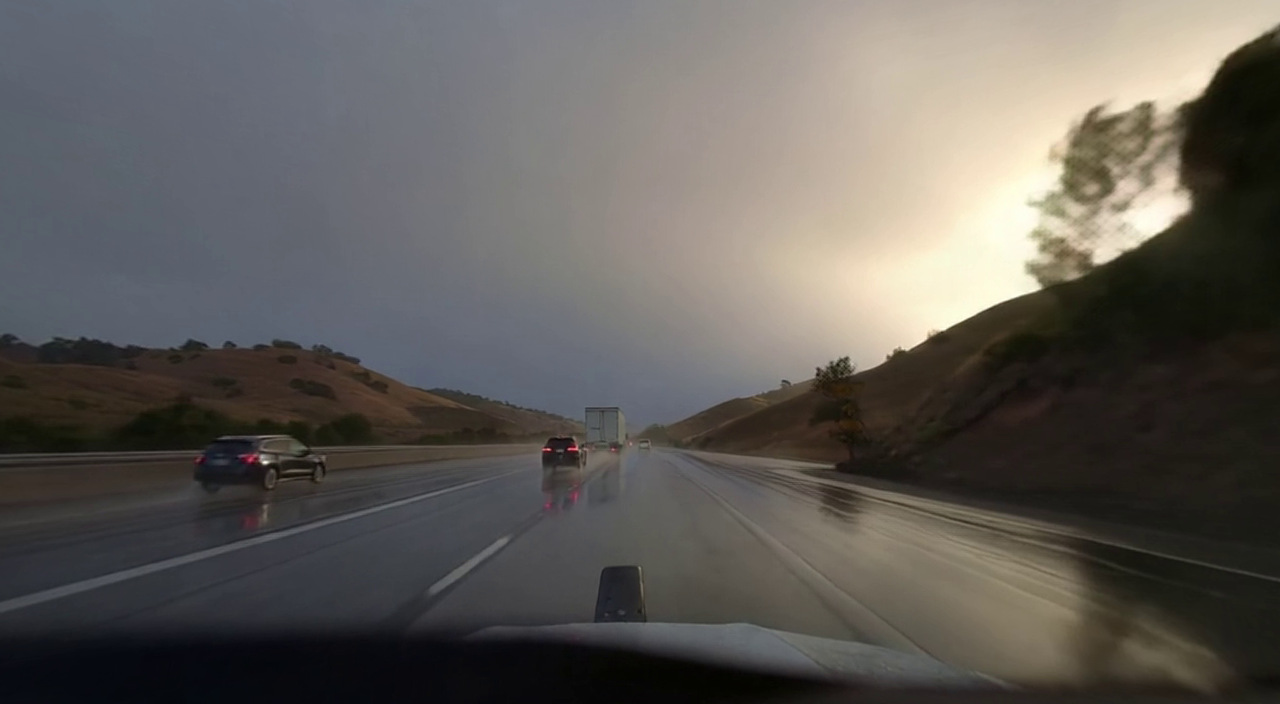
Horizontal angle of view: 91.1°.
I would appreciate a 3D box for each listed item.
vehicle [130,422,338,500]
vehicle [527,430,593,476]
[{"bbox_3d":[-10.963,2.976,17.676,2.130,1.828,5.523,0,-8,0],"label":"vehicle"},{"bbox_3d":[-3.218,4.142,26.056,2.099,1.734,4.413,0,-8,1],"label":"vehicle"}]
